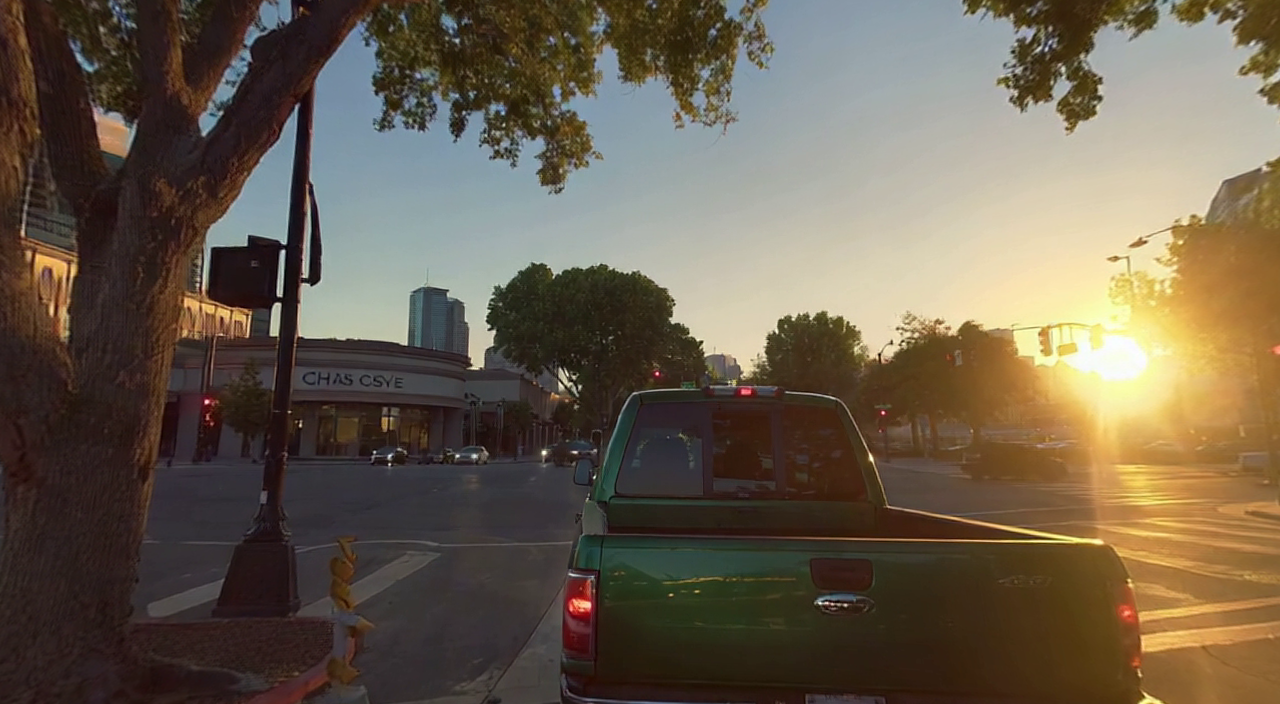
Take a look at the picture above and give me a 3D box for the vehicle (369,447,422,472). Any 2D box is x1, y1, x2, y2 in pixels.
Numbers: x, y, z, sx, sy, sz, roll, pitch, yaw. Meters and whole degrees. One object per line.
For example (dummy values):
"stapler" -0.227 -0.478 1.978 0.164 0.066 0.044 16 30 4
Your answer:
"vehicle" -16.250 7.134 42.239 1.883 1.586 4.297 0 -9 -1

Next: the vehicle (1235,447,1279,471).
"vehicle" 40.668 6.812 40.467 4.522 1.460 2.097 4 -9 -26

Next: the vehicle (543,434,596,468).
"vehicle" -4.395 6.060 38.778 2.289 1.927 5.667 2 -9 -16

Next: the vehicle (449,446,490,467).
"vehicle" -12.627 7.766 47.096 1.946 1.474 4.008 0 -9 0

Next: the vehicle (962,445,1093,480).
"vehicle" 17.352 4.955 28.416 4.658 1.478 1.946 1 -9 -6
